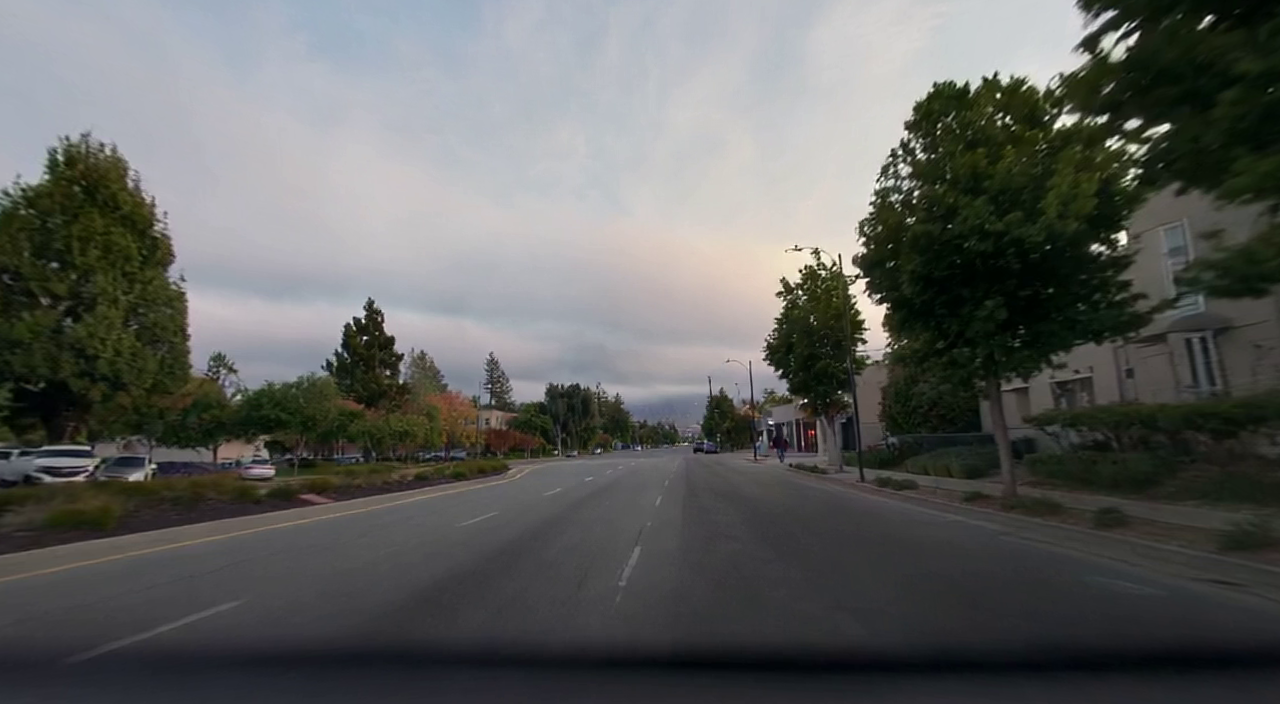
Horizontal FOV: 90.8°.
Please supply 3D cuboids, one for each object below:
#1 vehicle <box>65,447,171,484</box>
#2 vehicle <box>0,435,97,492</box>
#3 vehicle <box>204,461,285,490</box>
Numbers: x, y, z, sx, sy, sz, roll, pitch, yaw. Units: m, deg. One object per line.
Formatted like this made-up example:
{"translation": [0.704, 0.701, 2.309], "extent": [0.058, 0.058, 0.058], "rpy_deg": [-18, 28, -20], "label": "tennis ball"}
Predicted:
{"translation": [-22.862, 4.965, 27.835], "extent": [1.321, 1.485, 3.681], "rpy_deg": [0, -9, 3], "label": "vehicle"}
{"translation": [-22.886, 3.984, 22.707], "extent": [1.693, 1.922, 5.304], "rpy_deg": [-1, -9, 4], "label": "vehicle"}
{"translation": [-22.071, 6.887, 35.446], "extent": [1.618, 1.425, 4.159], "rpy_deg": [-1, -9, 4], "label": "vehicle"}
